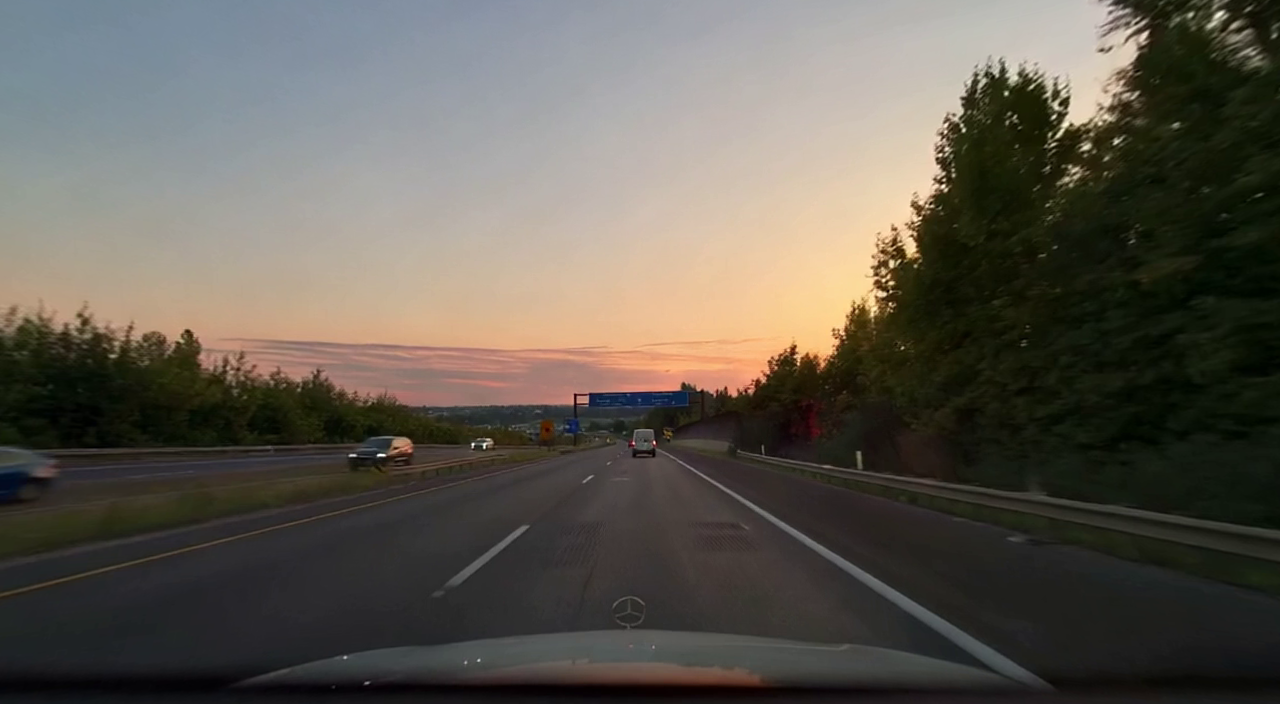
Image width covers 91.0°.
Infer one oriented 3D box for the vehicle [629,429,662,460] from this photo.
[{"bbox_3d":[0.419,6.777,46.016,2.277,2.109,4.922,0,-8,0],"label":"vehicle"}]
